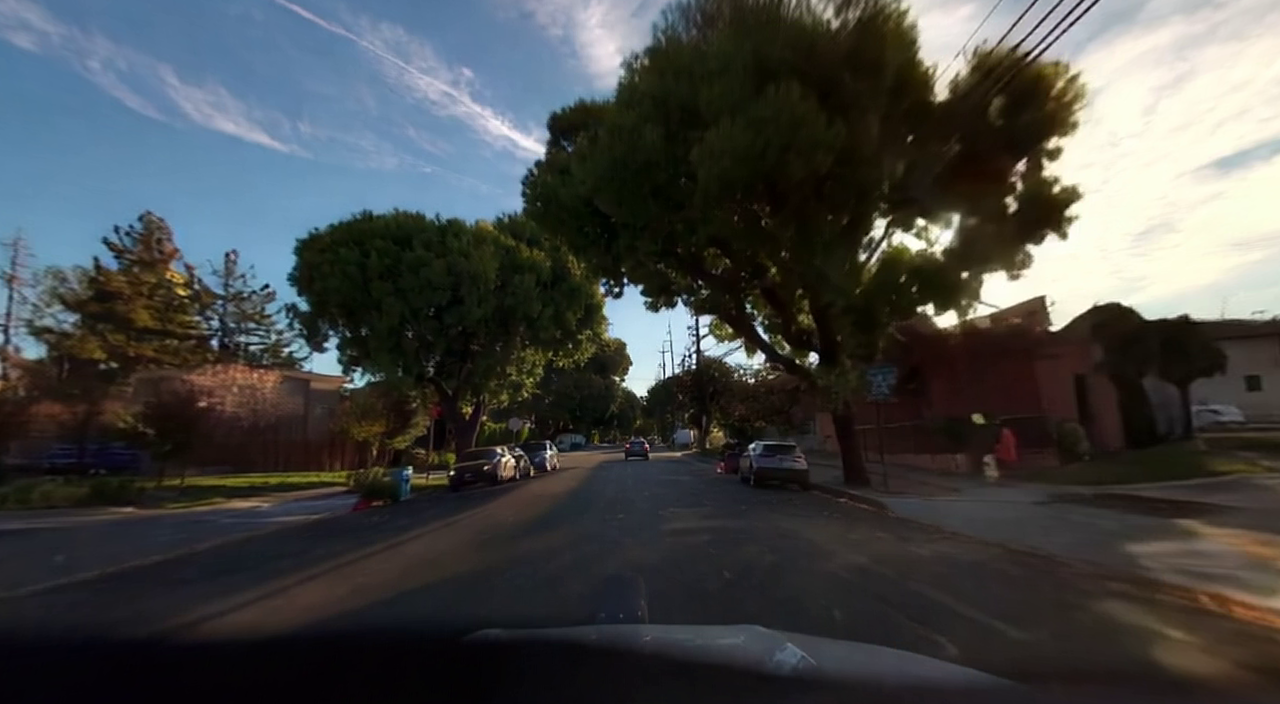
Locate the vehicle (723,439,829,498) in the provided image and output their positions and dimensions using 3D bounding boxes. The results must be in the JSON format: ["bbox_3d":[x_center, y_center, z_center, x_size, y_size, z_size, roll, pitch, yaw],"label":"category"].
[{"bbox_3d":[4.008,3.513,19.646,2.144,1.572,5.026,0,-8,0],"label":"vehicle"}]

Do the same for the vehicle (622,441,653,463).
[{"bbox_3d":[-0.230,7.131,45.166,2.062,1.509,4.305,0,-8,-1],"label":"vehicle"}]

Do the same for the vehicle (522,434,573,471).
[{"bbox_3d":[-6.011,6.530,41.627,2.284,2.119,5.984,-3,-7,1],"label":"vehicle"}]

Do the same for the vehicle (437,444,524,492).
[{"bbox_3d":[-6.136,4.486,25.050,2.094,1.433,5.740,-4,-7,-2],"label":"vehicle"}]
